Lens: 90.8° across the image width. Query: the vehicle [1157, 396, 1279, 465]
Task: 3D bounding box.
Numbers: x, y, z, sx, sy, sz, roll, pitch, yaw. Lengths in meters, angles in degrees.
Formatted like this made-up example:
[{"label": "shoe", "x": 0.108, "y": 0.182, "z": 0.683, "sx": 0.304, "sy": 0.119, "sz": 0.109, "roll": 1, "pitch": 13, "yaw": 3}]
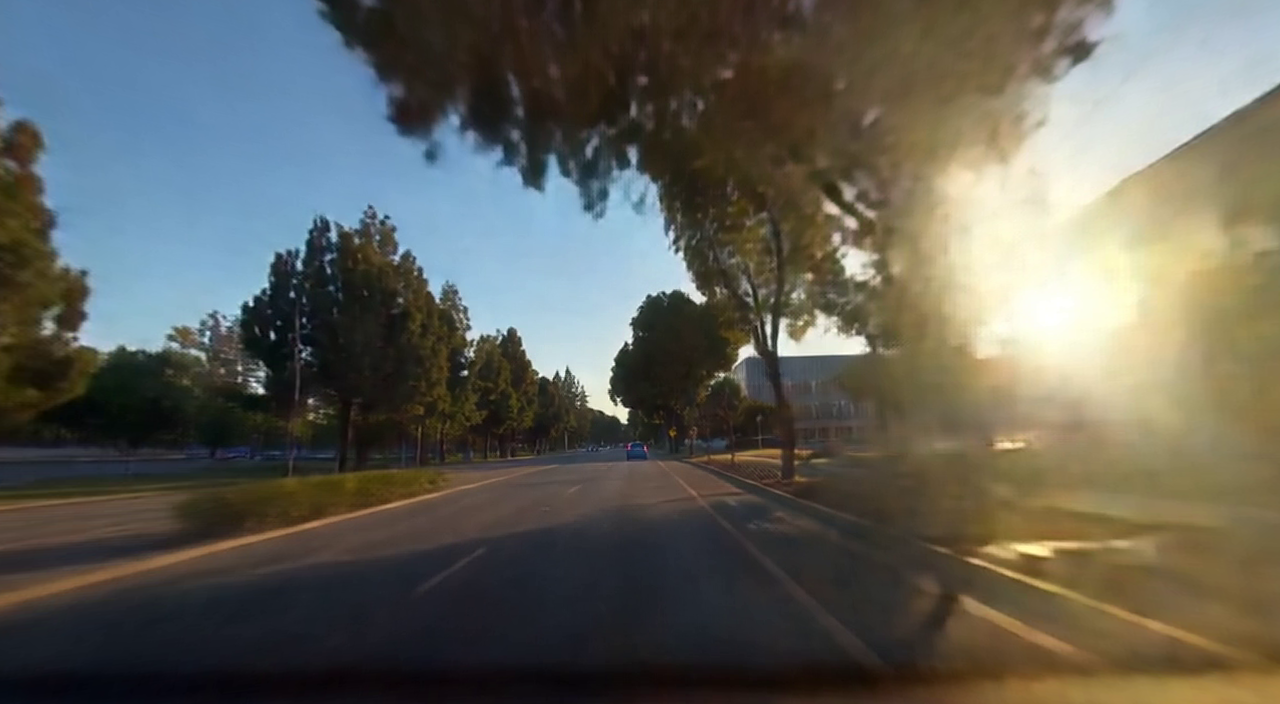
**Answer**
[{"label": "vehicle", "x": 46.434, "y": 5.307, "z": 44.415, "sx": 17.270, "sy": 4.436, "sz": 2.904, "roll": -2, "pitch": -6, "yaw": 0}]
